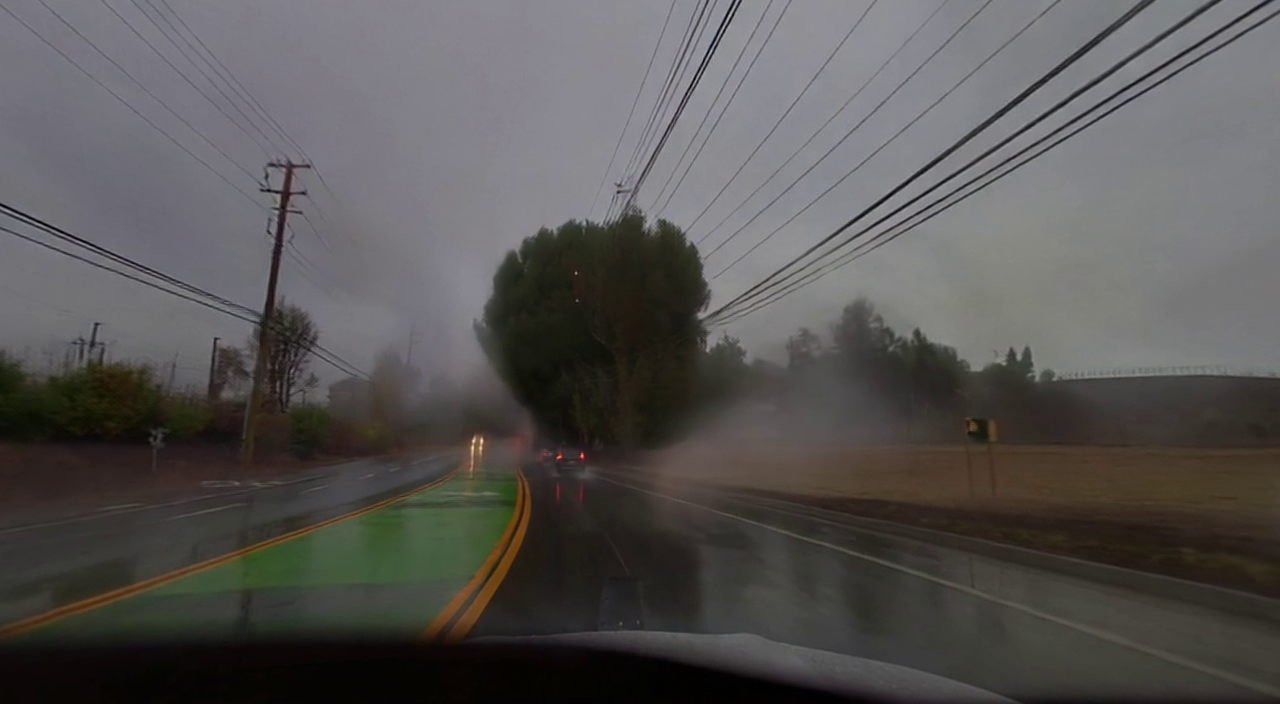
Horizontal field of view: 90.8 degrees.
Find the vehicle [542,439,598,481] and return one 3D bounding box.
[{"bbox_3d":[-3.405,5.058,29.908,2.140,1.767,4.720,2,-9,-12],"label":"vehicle"}]
